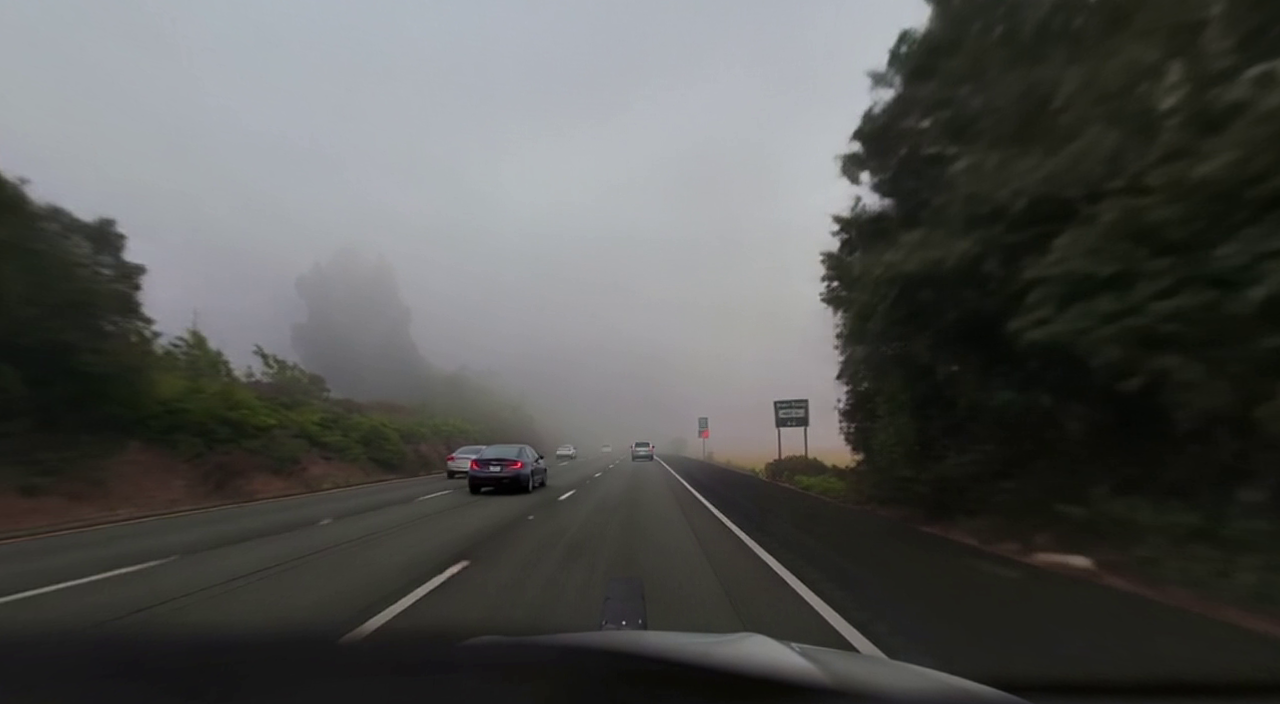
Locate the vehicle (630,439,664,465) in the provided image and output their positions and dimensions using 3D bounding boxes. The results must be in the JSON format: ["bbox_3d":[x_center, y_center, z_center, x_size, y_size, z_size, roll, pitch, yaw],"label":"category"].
[{"bbox_3d":[0.448,7.096,44.800,2.259,1.697,4.106,0,-8,-1],"label":"vehicle"}]

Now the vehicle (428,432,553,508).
[{"bbox_3d":[-3.604,2.923,16.120,2.028,1.634,4.441,0,-8,1],"label":"vehicle"}]

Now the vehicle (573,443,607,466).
[{"bbox_3d":[-3.485,7.202,44.435,2.066,1.497,4.253,0,-8,0],"label":"vehicle"}]
